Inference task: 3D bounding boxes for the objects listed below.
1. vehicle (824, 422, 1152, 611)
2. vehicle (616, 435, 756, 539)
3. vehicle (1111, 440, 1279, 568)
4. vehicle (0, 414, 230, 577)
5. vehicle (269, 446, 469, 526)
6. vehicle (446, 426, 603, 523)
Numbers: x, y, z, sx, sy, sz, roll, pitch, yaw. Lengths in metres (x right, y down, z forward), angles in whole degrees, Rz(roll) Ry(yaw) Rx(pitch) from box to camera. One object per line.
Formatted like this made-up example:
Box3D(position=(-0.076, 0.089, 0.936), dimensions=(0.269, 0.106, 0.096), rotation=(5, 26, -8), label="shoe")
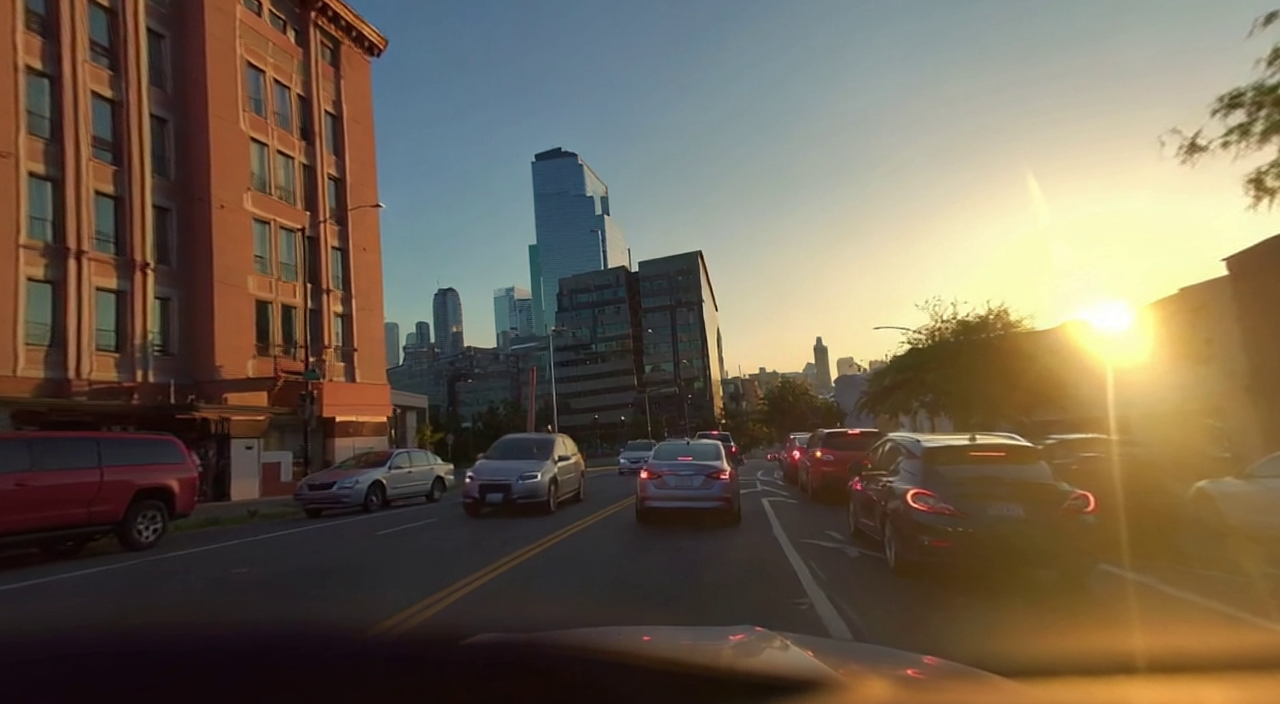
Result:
Box3D(position=(3.466, 1.656, 7.362), dimensions=(1.982, 1.510, 4.144), rotation=(-1, -8, 9), label="vehicle")
Box3D(position=(0.927, 2.232, 11.086), dimensions=(2.031, 1.461, 3.763), rotation=(-1, -8, 9), label="vehicle")
Box3D(position=(8.622, 1.908, 8.205), dimensions=(1.901, 1.500, 4.729), rotation=(-1, -8, 9), label="vehicle")
Box3D(position=(-7.860, 1.829, 7.943), dimensions=(1.934, 1.770, 4.546), rotation=(-9, -9, 8), label="vehicle")
Box3D(position=(-5.899, 2.916, 14.440), dimensions=(1.928, 1.503, 4.322), rotation=(-2, -9, 13), label="vehicle")
Box3D(position=(-2.270, 2.562, 13.817), dimensions=(2.030, 1.730, 4.453), rotation=(-1, -8, 8), label="vehicle")
